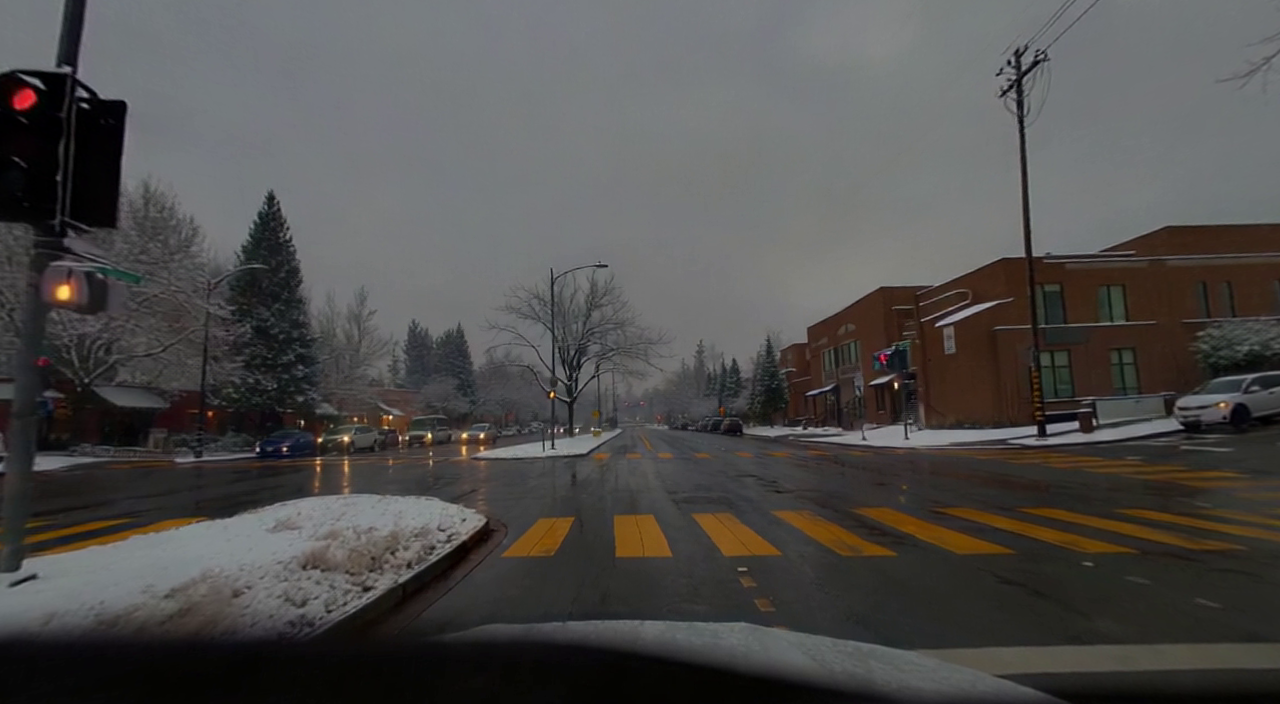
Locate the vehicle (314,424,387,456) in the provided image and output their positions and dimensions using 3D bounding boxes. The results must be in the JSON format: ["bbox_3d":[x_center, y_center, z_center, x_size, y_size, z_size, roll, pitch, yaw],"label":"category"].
[{"bbox_3d":[-18.288,5.618,40.210,2.225,1.871,5.189,0,-9,0],"label":"vehicle"}]

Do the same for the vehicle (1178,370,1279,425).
[{"bbox_3d":[22.341,1.583,22.620,4.531,1.753,1.964,-2,-2,-5],"label":"vehicle"}]

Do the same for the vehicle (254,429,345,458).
[{"bbox_3d":[-18.083,4.932,33.877,1.939,1.430,5.533,0,-9,-2],"label":"vehicle"}]

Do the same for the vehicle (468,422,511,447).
[{"bbox_3d":[-11.633,6.474,49.098,2.118,1.809,4.591,0,-8,2],"label":"vehicle"}]
